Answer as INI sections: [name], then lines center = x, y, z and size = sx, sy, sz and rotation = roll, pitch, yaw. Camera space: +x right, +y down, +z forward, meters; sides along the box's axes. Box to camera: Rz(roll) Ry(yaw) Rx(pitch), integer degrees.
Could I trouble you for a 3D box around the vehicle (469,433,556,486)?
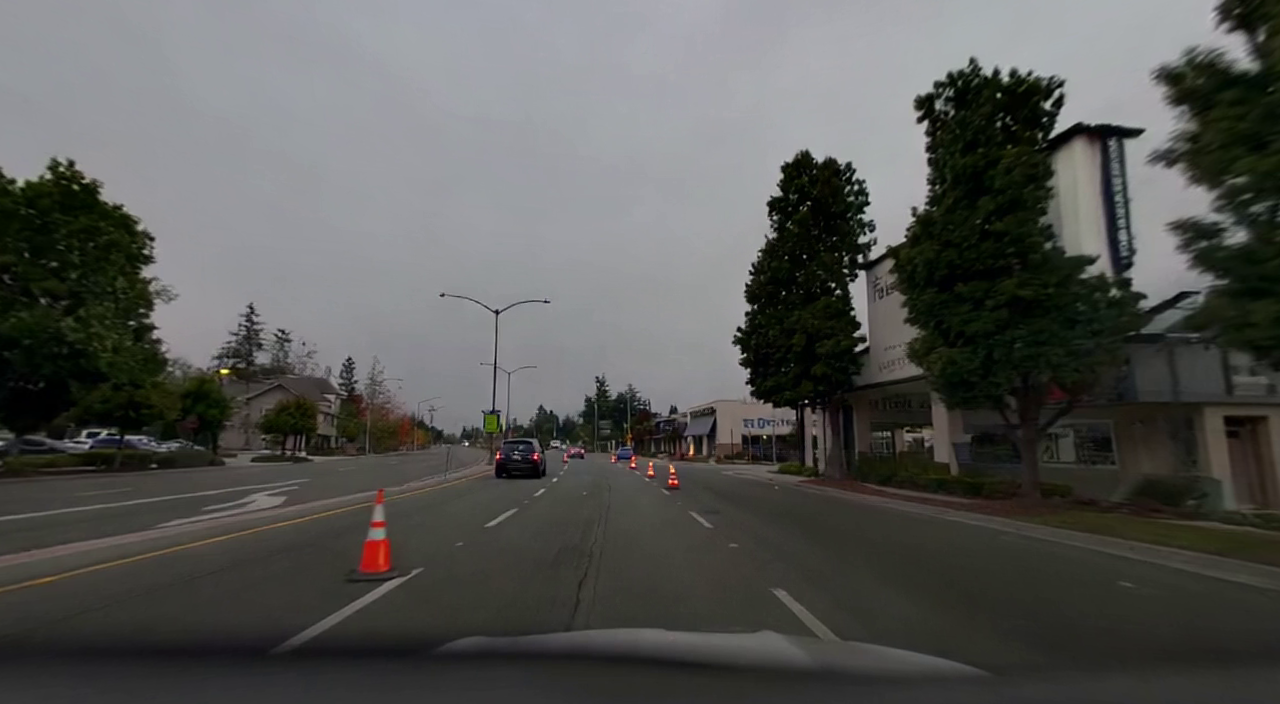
[vehicle]
center = -4.431, 3.822, 22.717
size = 2.381, 1.721, 4.186
rotation = 0, -9, -2
